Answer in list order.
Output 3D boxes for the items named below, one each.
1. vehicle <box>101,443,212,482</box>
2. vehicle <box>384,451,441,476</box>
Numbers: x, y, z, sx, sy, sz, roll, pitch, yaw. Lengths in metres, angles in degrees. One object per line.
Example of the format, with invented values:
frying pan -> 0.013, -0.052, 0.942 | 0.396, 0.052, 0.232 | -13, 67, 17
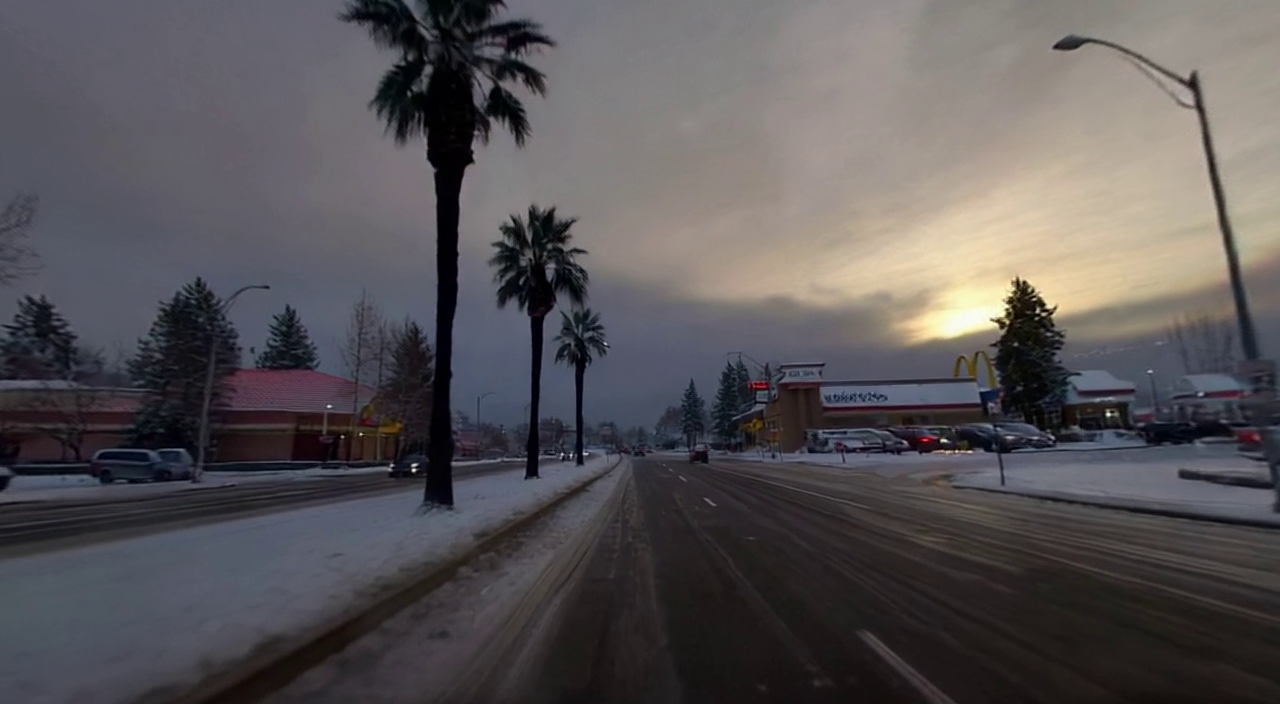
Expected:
vehicle -> -32.417, 7.559, 42.617 | 2.415, 2.234, 6.082 | -2, -12, 2
vehicle -> -16.511, 8.101, 46.099 | 2.167, 1.622, 5.184 | 0, -8, 0
